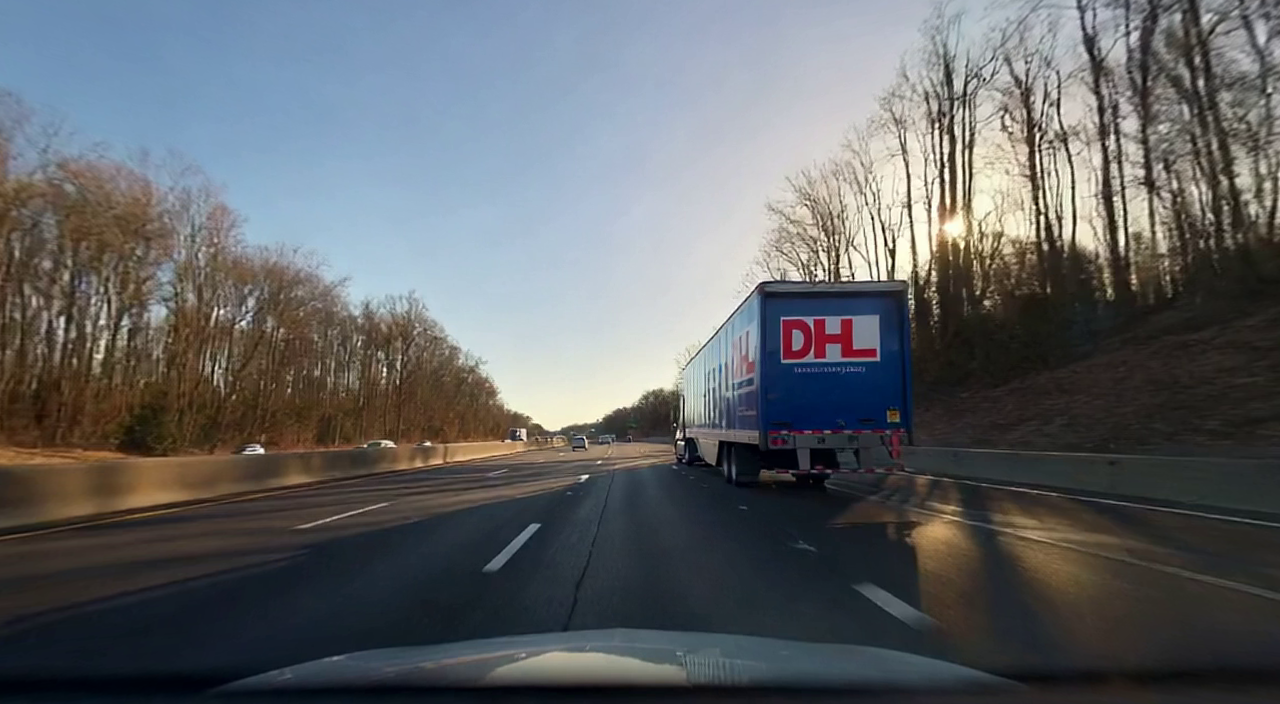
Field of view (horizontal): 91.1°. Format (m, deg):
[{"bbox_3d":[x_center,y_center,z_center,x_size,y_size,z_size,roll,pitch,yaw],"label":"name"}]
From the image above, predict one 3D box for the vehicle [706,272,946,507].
[{"bbox_3d":[3.772,1.215,15.730,3.011,4.211,8.926,0,-8,-1],"label":"vehicle"}]
